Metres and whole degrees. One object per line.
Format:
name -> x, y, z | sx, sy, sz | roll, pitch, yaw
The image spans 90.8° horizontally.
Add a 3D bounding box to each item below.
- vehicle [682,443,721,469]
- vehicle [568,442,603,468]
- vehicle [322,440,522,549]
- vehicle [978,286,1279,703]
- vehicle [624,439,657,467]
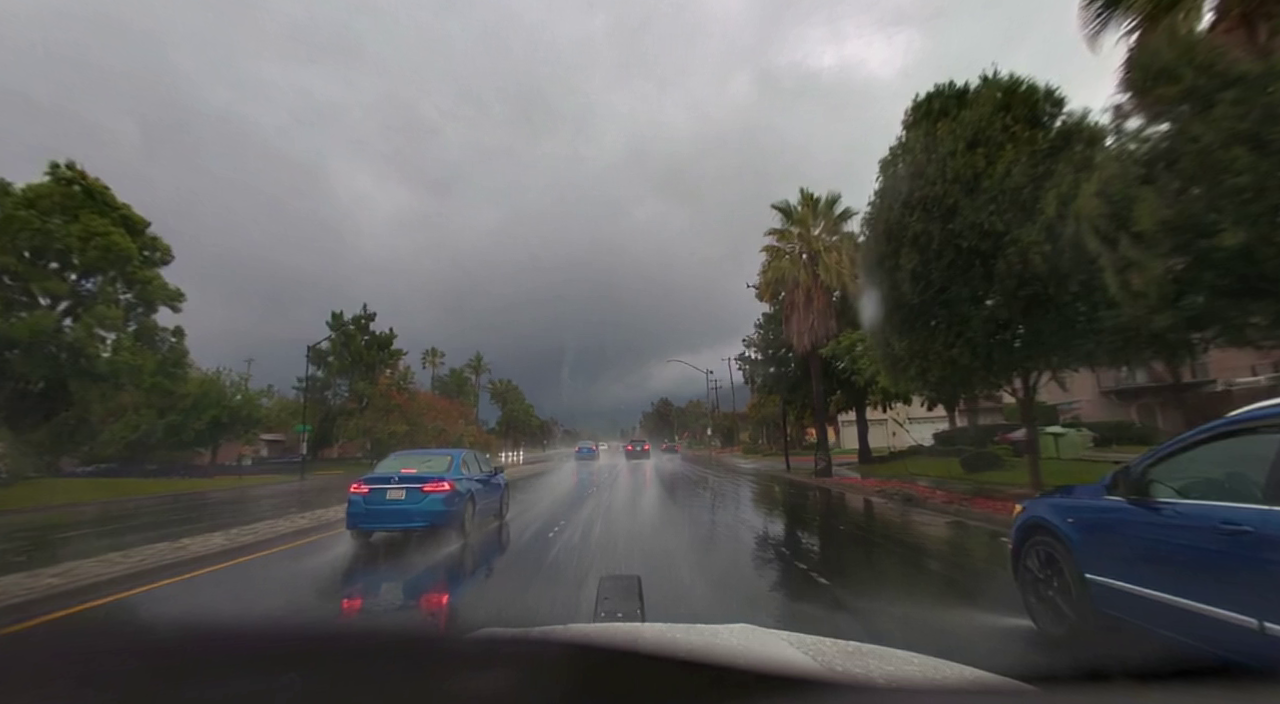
vehicle -> 3.699, 6.278, 38.411 | 1.830, 1.451, 4.009 | 0, -8, -2
vehicle -> -3.481, 6.680, 41.265 | 2.000, 1.569, 3.794 | 0, -8, -1
vehicle -> -3.389, 2.270, 10.889 | 1.844, 1.451, 4.543 | 0, -8, 0
vehicle -> 3.653, 0.733, 2.725 | 2.125, 1.937, 3.924 | 0, -8, -1
vehicle -> -0.044, 6.630, 41.696 | 2.043, 1.734, 4.253 | 0, -8, -2
